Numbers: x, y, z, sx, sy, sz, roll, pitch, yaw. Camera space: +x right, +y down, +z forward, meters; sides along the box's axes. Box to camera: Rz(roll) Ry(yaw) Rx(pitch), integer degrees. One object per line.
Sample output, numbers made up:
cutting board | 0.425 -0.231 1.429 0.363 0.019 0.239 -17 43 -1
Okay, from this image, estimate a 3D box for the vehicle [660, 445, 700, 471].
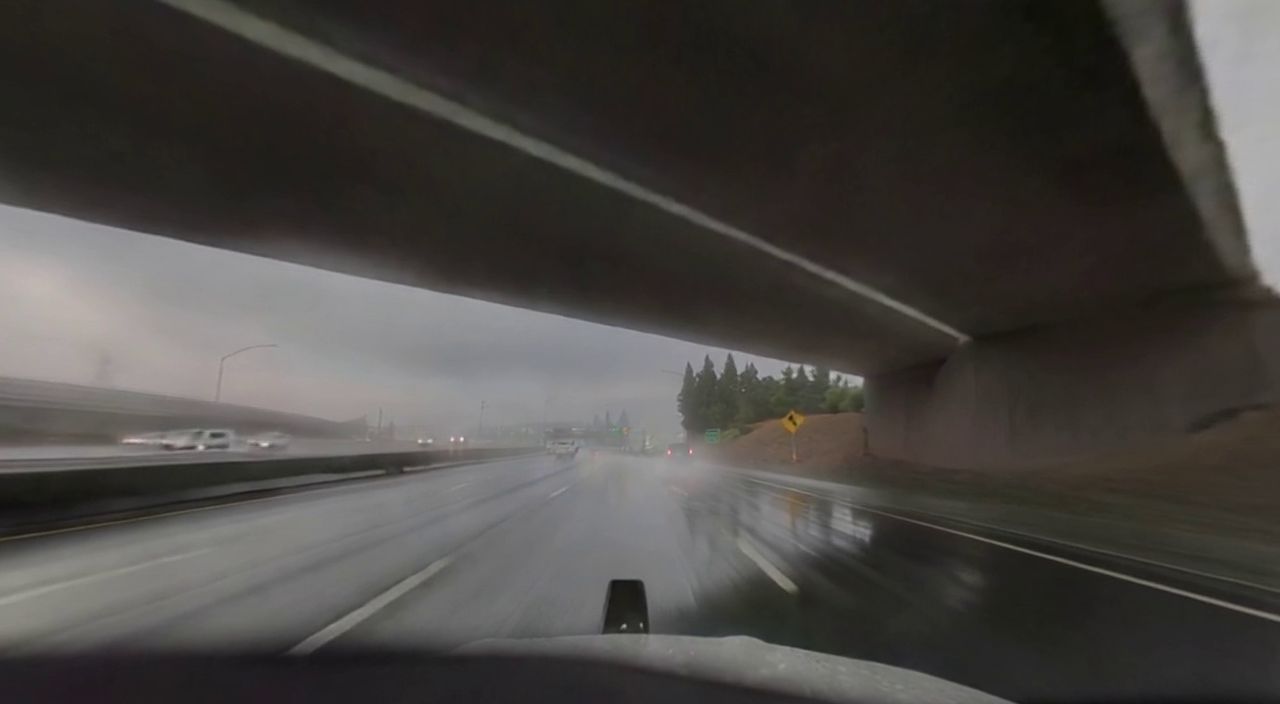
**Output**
vehicle | 2.426 6.597 39.615 2.059 1.509 4.670 0 -8 -2
